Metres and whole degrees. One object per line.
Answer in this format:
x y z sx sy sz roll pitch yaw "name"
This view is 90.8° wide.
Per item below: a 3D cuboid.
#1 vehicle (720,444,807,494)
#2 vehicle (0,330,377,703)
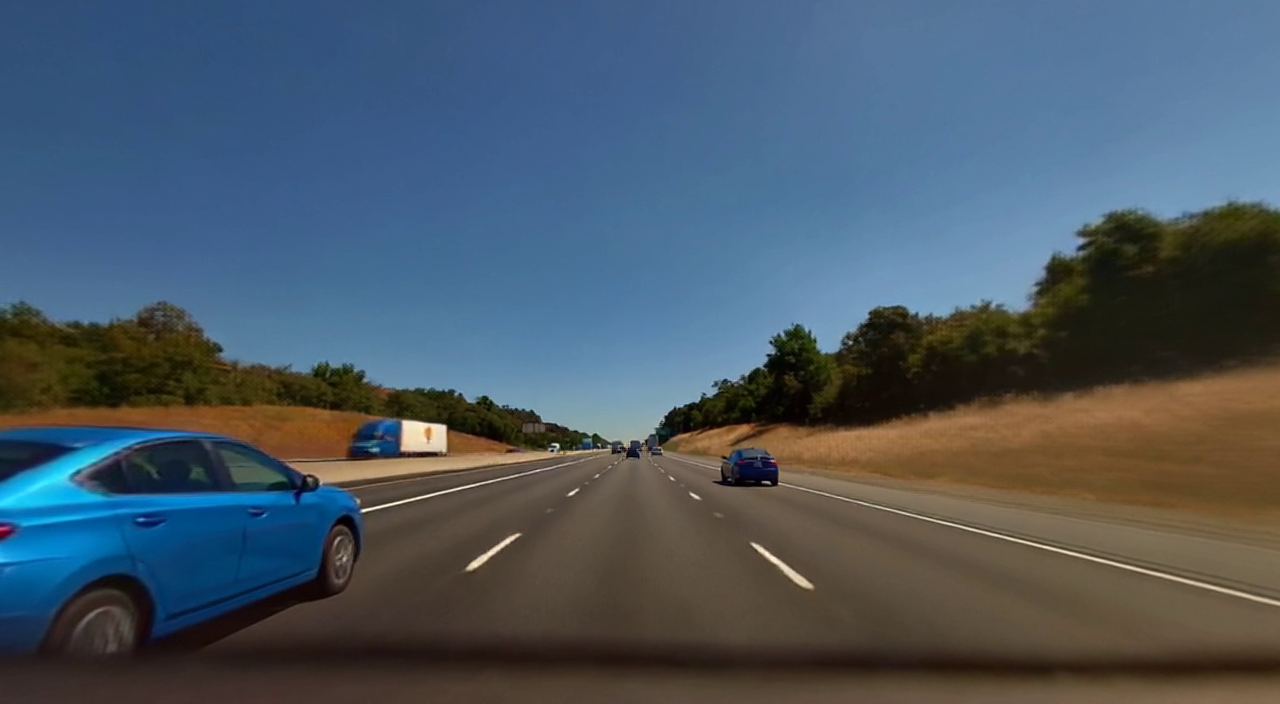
3.934 3.783 20.779 1.967 1.472 3.751 0 -9 -2 "vehicle"
-3.170 0.882 2.584 2.277 1.695 4.475 0 -9 -1 "vehicle"
